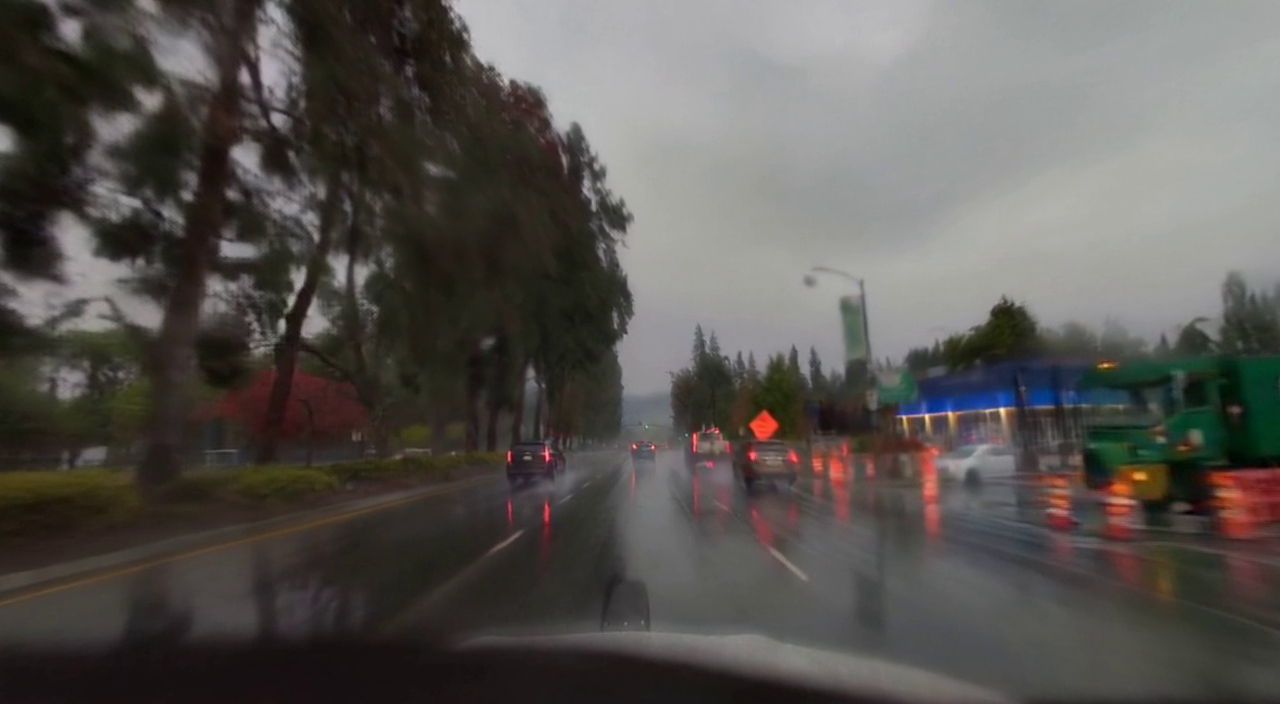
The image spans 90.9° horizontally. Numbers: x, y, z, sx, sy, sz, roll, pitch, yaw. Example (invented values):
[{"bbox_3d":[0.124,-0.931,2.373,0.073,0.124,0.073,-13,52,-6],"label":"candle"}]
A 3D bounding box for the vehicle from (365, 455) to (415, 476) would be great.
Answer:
[{"bbox_3d":[-18.886,8.570,47.791,1.875,1.475,4.429,0,-9,2],"label":"vehicle"}]

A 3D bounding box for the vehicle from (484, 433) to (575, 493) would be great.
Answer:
[{"bbox_3d":[-3.375,3.503,20.250,2.038,1.682,4.399,0,-9,1],"label":"vehicle"}]

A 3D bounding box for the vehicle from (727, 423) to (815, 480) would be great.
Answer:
[{"bbox_3d":[5.663,4.461,28.464,2.653,2.231,6.793,0,-9,1],"label":"vehicle"}]

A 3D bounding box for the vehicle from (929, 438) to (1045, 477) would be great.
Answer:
[{"bbox_3d":[14.166,4.326,26.104,1.969,1.457,4.719,0,-9,-2],"label":"vehicle"}]

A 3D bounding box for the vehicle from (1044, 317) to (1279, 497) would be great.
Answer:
[{"bbox_3d":[14.864,1.332,14.525,8.949,3.673,3.044,1,-8,-2],"label":"vehicle"}]

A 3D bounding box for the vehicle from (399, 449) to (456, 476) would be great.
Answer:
[{"bbox_3d":[-13.339,6.941,39.806,1.826,1.553,4.293,-1,-9,5],"label":"vehicle"}]

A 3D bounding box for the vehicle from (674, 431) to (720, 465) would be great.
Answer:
[{"bbox_3d":[4.363,7.590,49.995,2.760,2.465,7.936,0,-9,-2],"label":"vehicle"}]
